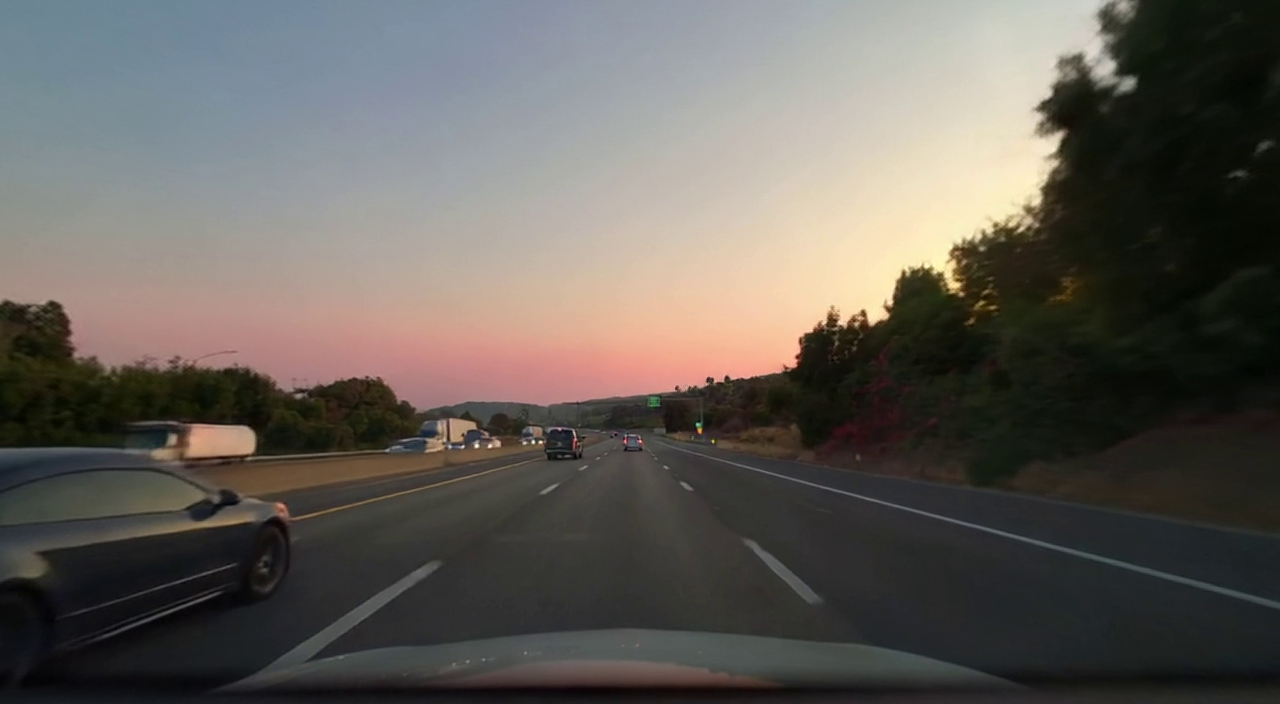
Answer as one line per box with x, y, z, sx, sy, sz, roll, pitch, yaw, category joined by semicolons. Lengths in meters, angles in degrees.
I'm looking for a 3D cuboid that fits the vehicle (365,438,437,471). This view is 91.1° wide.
-11.785;5.046;31.306;1.891;1.522;4.210;0;-8;0;vehicle

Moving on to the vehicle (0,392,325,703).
-3.818;1.066;3.516;1.953;1.550;4.167;0;-8;0;vehicle

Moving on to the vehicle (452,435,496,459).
-12.120;6.963;46.177;1.961;1.644;4.247;-1;-8;1;vehicle

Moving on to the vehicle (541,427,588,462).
-4.332;5.392;36.871;2.115;1.887;4.721;0;-8;0;vehicle
